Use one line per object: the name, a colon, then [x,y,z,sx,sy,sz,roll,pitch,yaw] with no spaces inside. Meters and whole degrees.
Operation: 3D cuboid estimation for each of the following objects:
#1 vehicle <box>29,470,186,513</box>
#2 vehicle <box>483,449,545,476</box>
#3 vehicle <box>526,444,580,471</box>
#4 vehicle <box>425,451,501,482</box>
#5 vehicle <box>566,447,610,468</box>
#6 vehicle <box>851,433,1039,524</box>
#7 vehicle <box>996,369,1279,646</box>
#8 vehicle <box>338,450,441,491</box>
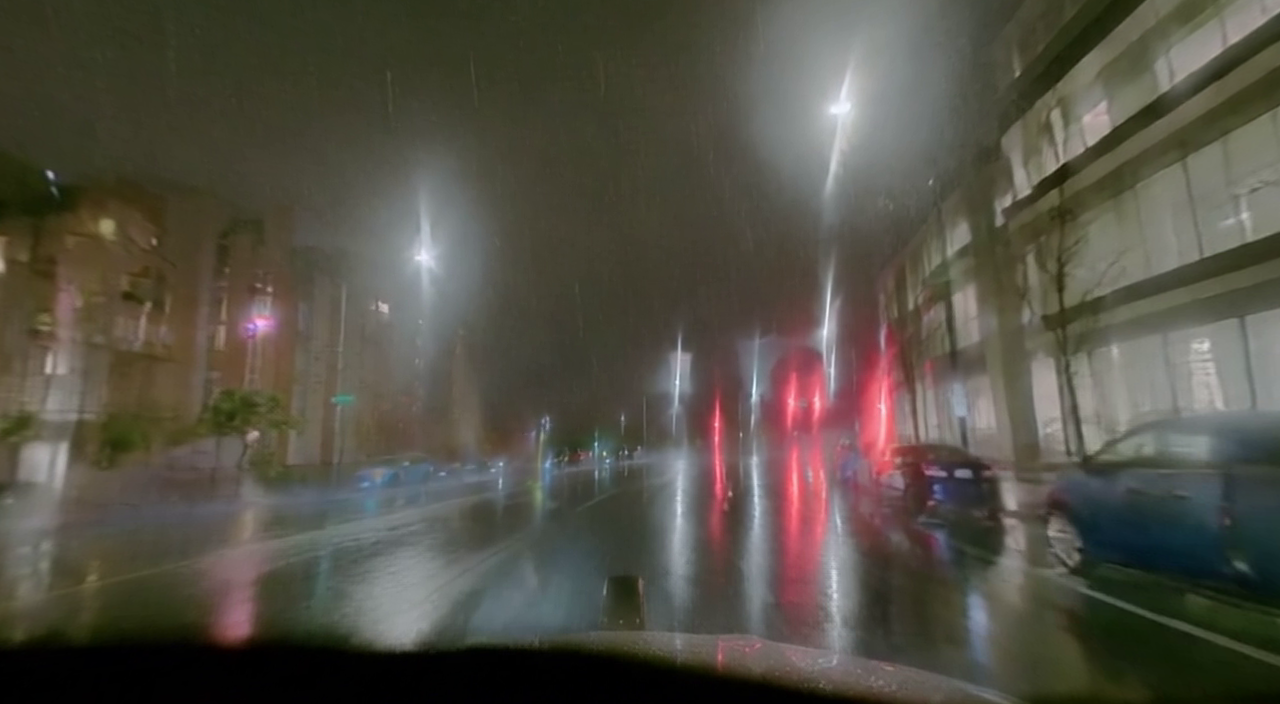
vehicle: [-19.785,5.183,23.592,4.178,1.407,2.012,-1,-9,6]
vehicle: [-7.651,6.745,38.822,1.811,1.459,4.702,-3,-9,15]
vehicle: [-5.917,7.278,43.836,1.933,1.759,5.002,-3,-9,14]
vehicle: [-9.138,5.929,33.094,1.841,1.444,4.554,-2,-9,13]
vehicle: [-4.001,8.212,49.332,1.830,1.497,4.436,-3,-9,19]
vehicle: [5.882,2.465,12.953,1.977,1.497,4.680,-1,-9,7]
vehicle: [5.282,1.147,5.018,2.041,1.811,5.168,-1,-9,2]
vehicle: [-10.390,4.933,26.669,1.882,1.508,4.476,-2,-9,10]
